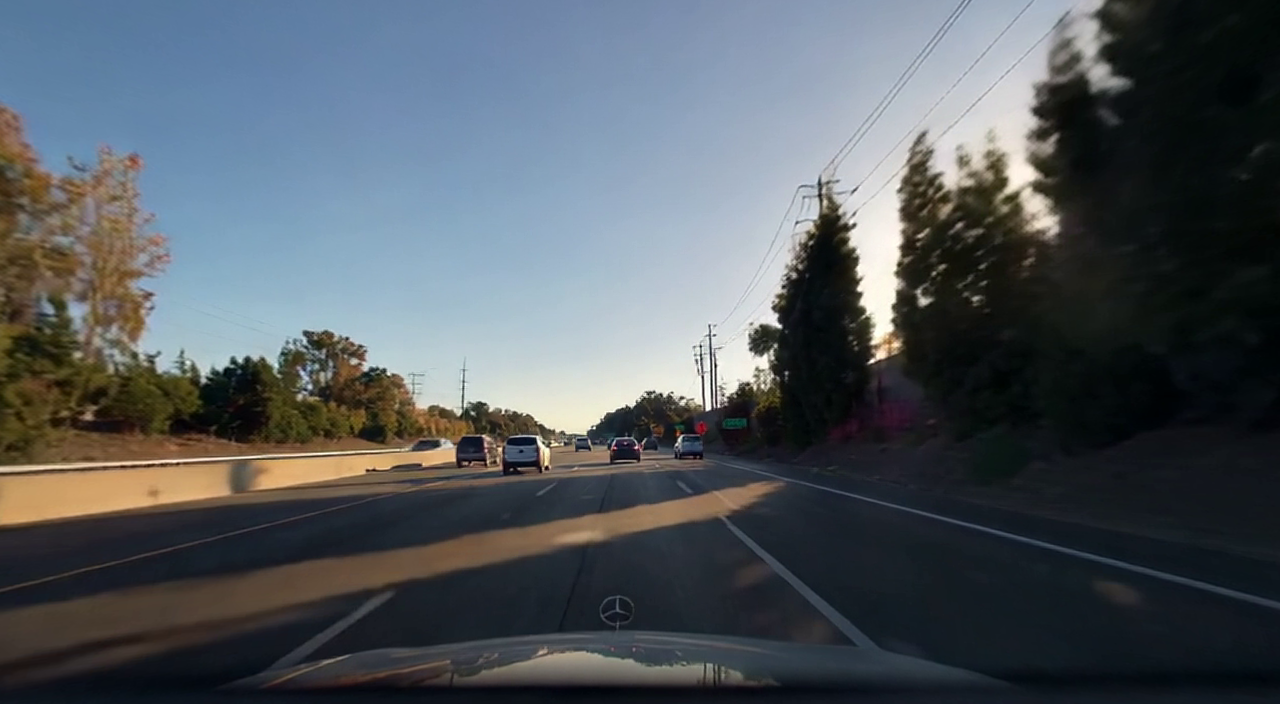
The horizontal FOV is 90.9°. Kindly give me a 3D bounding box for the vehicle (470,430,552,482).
[{"bbox_3d":[-4.335,3.543,21.910,1.901,1.601,4.610,0,-8,0],"label":"vehicle"}]

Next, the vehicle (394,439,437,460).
[{"bbox_3d":[-16.739,7.271,47.218,1.758,1.403,3.972,0,-8,-1],"label":"vehicle"}]

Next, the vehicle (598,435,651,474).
[{"bbox_3d":[-0.633,4.229,26.382,2.086,1.488,3.440,0,-8,-1],"label":"vehicle"}]

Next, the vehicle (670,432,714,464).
[{"bbox_3d":[2.907,5.430,35.928,1.950,1.695,4.446,0,-8,-2],"label":"vehicle"}]
